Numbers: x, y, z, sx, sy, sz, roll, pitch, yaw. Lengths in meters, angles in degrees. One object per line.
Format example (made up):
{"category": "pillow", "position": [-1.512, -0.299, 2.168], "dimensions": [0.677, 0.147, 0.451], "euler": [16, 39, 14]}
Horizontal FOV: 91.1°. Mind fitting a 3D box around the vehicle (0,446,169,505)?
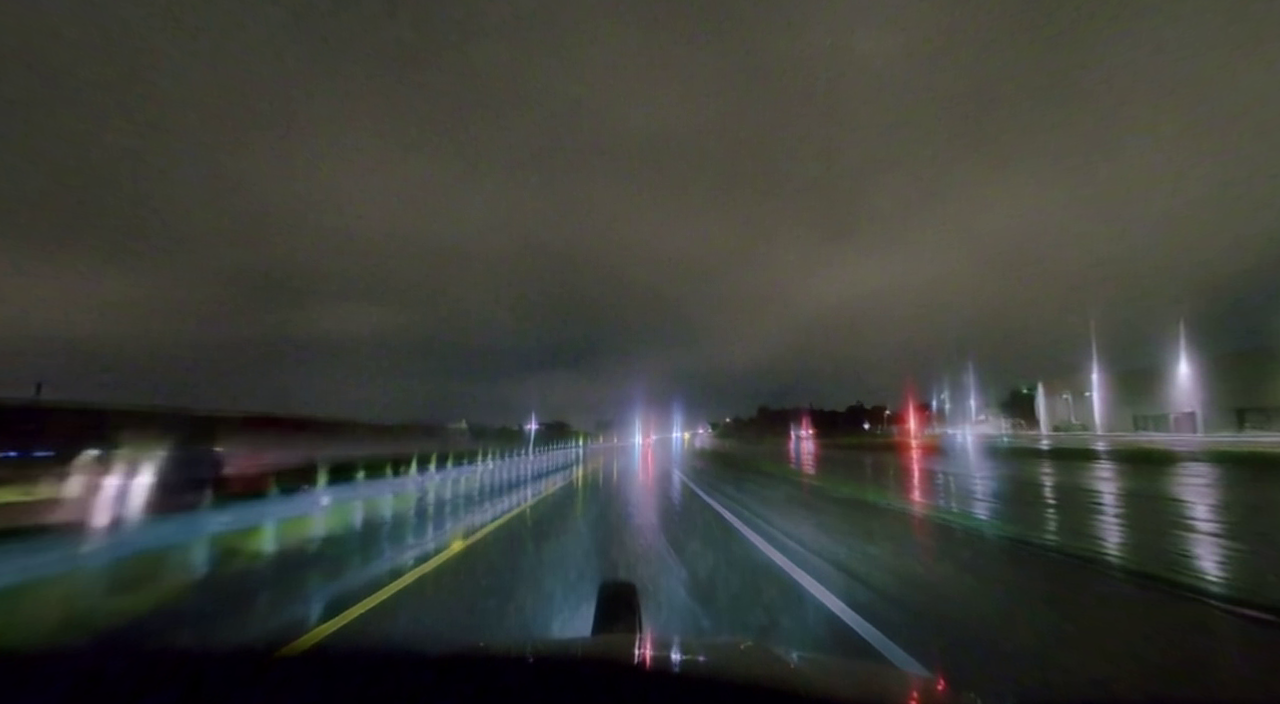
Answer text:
{"category": "vehicle", "position": [-16.516, 3.581, 18.700], "dimensions": [1.821, 1.486, 4.099], "euler": [0, -8, 0]}
